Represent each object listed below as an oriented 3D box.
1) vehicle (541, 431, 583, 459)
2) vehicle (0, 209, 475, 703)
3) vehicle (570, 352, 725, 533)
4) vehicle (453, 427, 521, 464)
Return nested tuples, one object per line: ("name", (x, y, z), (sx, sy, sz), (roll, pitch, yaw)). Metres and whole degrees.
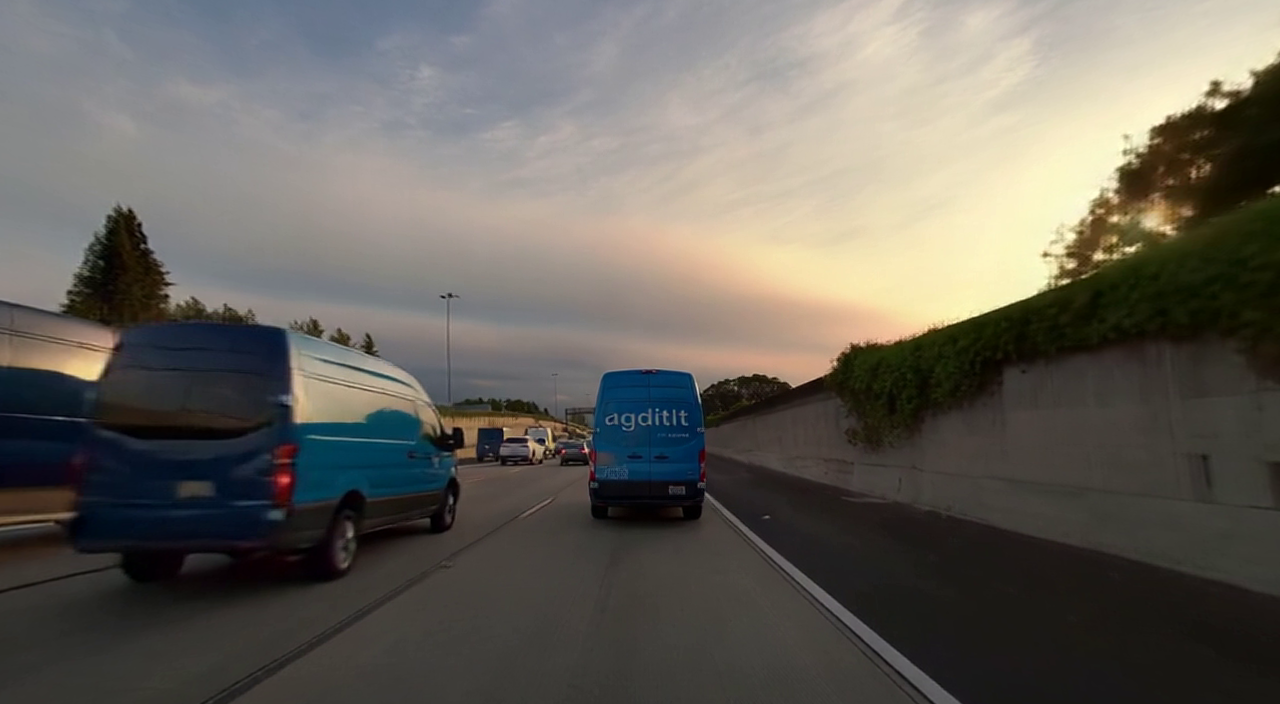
("vehicle", (-5.963, 7.222, 48.809), (2.302, 2.007, 5.490), (0, -8, 3))
("vehicle", (-3.670, 0.981, 5.293), (2.597, 2.163, 6.860), (0, -8, 1))
("vehicle", (0.114, 1.819, 12.793), (2.316, 2.738, 6.398), (0, -8, 0))
("vehicle", (-9.723, 6.036, 40.763), (2.566, 2.158, 5.957), (-1, -8, 3))
